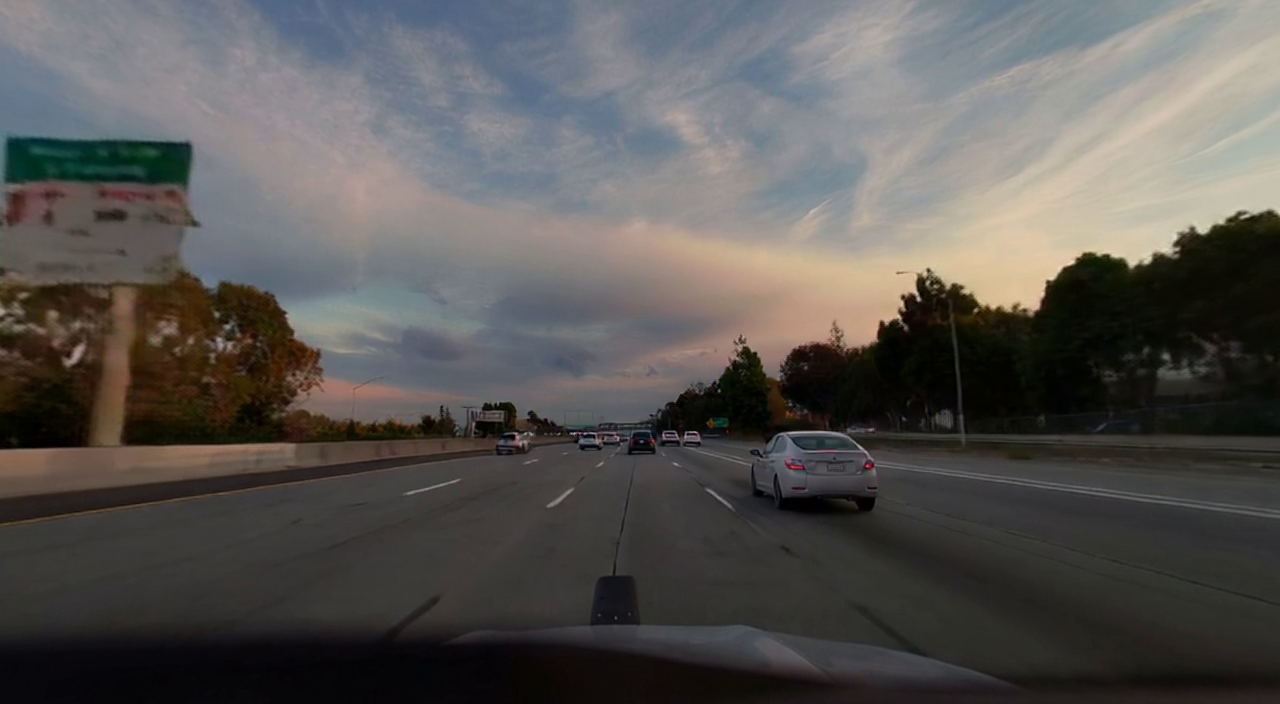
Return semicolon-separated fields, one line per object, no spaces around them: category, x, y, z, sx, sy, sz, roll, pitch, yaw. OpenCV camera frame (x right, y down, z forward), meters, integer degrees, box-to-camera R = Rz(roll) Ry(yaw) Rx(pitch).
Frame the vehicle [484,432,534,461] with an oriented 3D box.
vehicle;-7.585;5.503;36.888;2.009;1.537;4.449;0;-8;0

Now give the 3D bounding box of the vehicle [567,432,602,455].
vehicle;-3.827;6.385;44.218;2.103;1.512;4.155;0;-8;0

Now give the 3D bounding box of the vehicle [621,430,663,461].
vehicle;0.068;5.345;36.199;2.240;1.646;4.949;0;-8;-1
